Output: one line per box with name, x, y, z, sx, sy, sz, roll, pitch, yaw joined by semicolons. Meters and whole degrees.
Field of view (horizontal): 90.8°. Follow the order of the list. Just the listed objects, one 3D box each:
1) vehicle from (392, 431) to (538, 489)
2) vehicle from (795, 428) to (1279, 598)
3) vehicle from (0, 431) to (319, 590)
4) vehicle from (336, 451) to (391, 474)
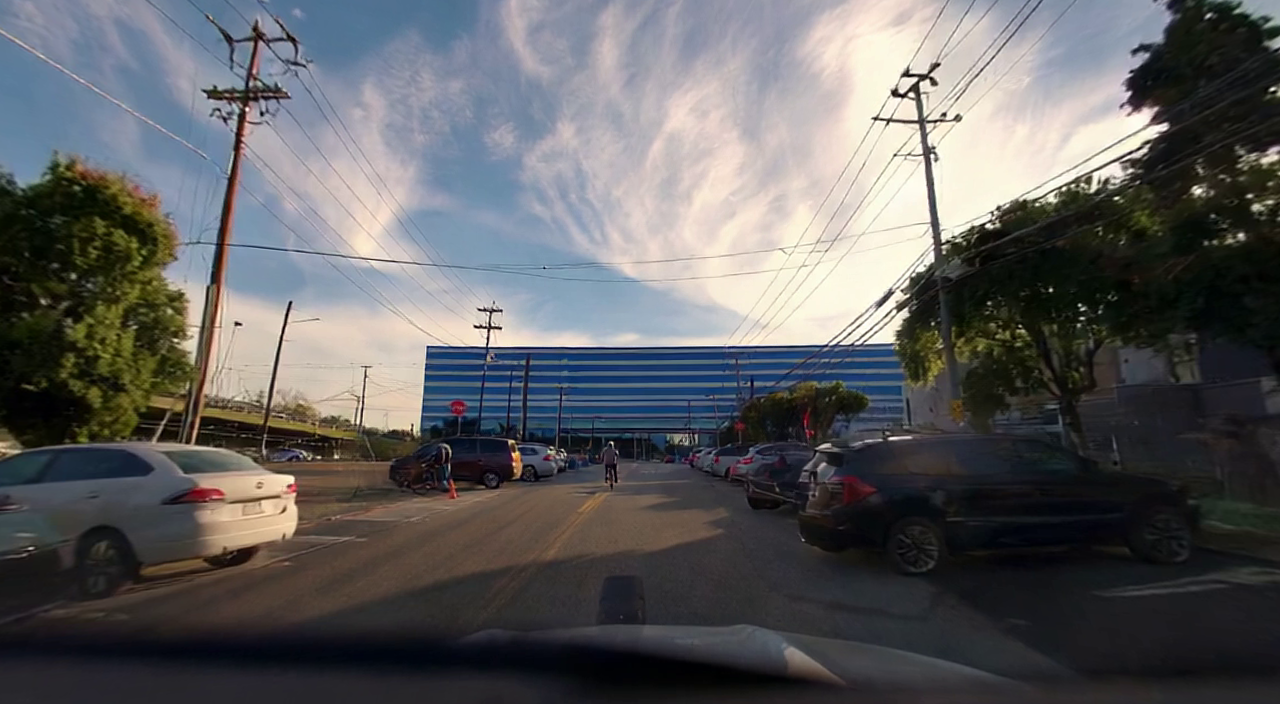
vehicle;-6.335;3.977;23.337;4.727;1.976;1.970;0;-10;1
vehicle;4.962;1.727;7.289;5.762;1.626;2.184;0;-9;1
vehicle;-6.704;1.751;7.502;4.672;1.474;1.859;3;-11;1
vehicle;-19.182;7.683;44.062;1.834;1.459;4.181;0;-9;2
